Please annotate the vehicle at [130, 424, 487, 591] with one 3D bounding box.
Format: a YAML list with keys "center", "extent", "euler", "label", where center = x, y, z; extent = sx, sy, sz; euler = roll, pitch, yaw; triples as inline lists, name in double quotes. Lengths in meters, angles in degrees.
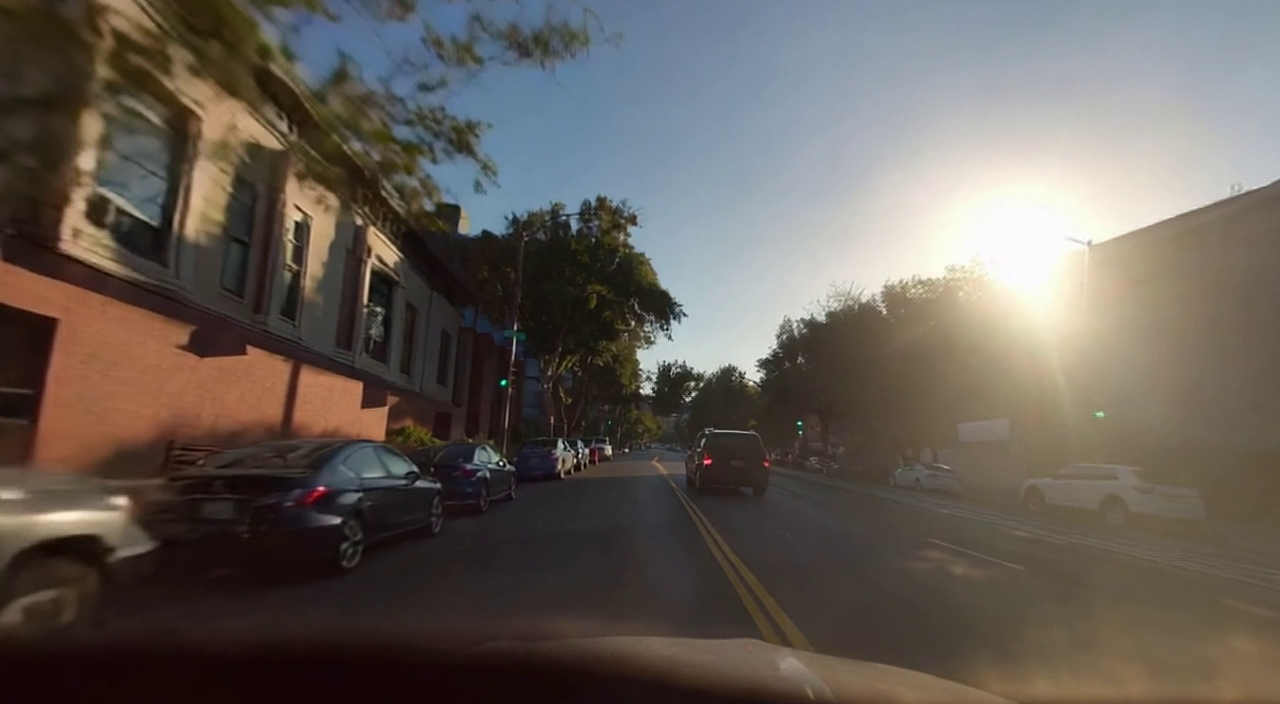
- center: [-3.487, 1.682, 7.834]
  extent: [1.989, 1.467, 4.350]
  euler: [0, -8, 1]
  label: "vehicle"

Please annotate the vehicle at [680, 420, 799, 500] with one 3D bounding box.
- center: [2.569, 2.999, 18.127]
  extent: [2.411, 1.899, 5.993]
  euler: [0, -8, 0]
  label: "vehicle"

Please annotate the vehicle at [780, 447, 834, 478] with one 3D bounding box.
- center: [9.916, 6.568, 37.812]
  extent: [2.022, 1.512, 4.120]
  euler: [5, -8, 0]
  label: "vehicle"

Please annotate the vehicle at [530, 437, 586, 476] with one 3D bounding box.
- center: [-3.404, 4.390, 26.851]
  extent: [1.842, 1.497, 4.238]
  euler: [0, -8, -1]
  label: "vehicle"

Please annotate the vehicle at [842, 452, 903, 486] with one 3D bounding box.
- center: [13.543, 6.797, 36.990]
  extent: [2.036, 1.704, 4.401]
  euler: [3, -8, 1]
  label: "vehicle"

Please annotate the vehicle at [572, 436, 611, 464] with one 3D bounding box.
- center: [-2.992, 6.142, 39.641]
  extent: [1.933, 1.652, 4.508]
  euler: [0, -8, 2]
  label: "vehicle"

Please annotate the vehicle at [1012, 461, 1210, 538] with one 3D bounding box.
- center: [13.362, 4.155, 18.344]
  extent: [2.189, 1.753, 4.376]
  euler: [4, -9, -4]
  label: "vehicle"

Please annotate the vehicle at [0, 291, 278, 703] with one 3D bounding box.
- center: [-3.645, 0.550, 1.525]
  extent: [2.171, 1.816, 5.274]
  euler: [-1, -8, 3]
  label: "vehicle"

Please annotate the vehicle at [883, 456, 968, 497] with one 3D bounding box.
- center: [13.355, 5.808, 29.780]
  extent: [1.866, 1.554, 4.393]
  euler: [2, -8, -2]
  label: "vehicle"
